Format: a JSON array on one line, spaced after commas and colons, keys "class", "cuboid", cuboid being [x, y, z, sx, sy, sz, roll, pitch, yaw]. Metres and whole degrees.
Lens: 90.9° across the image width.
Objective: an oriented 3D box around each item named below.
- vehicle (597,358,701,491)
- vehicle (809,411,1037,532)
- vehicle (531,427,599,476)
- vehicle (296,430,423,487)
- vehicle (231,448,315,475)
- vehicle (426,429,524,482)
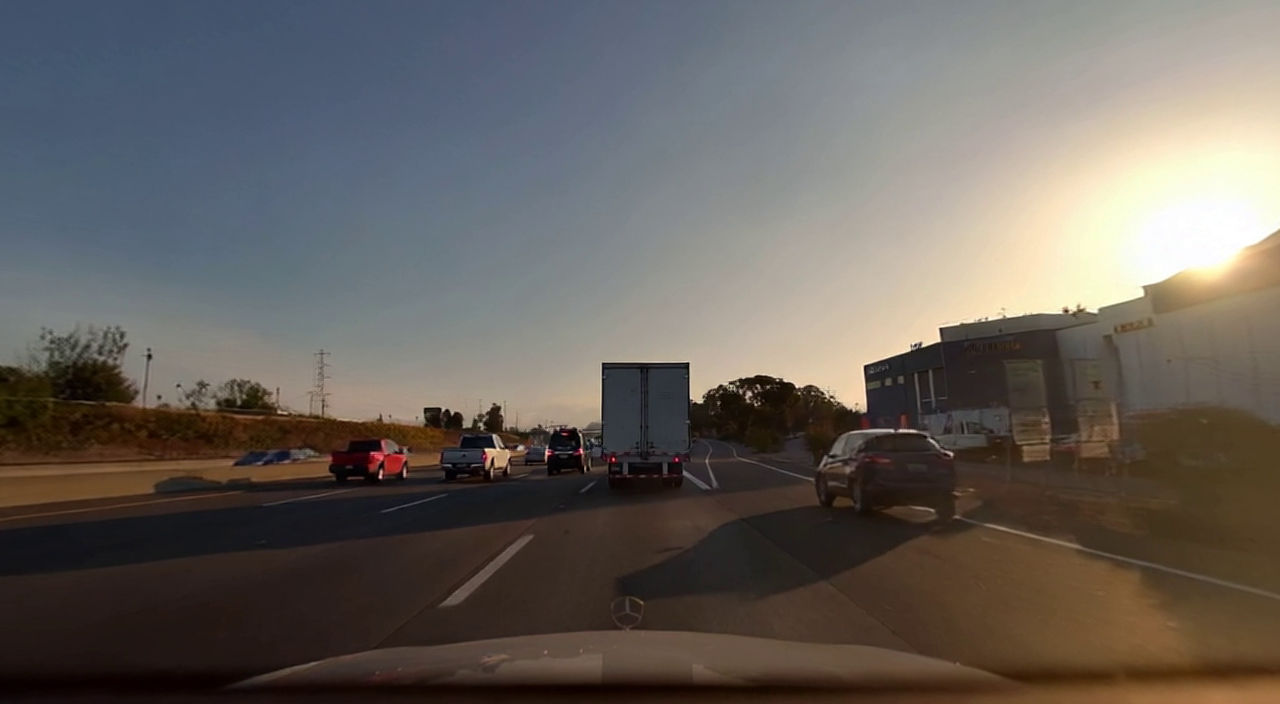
[{"class": "vehicle", "cuboid": [0.147, 2.792, 23.031, 2.941, 3.794, 9.851, 0, -9, -1]}, {"class": "vehicle", "cuboid": [4.889, 2.151, 11.920, 2.137, 1.796, 4.817, 0, -9, 1]}, {"class": "vehicle", "cuboid": [-3.353, 4.684, 29.798, 2.379, 2.075, 6.169, 0, -9, 1]}, {"class": "vehicle", "cuboid": [-10.319, 3.981, 23.876, 2.089, 1.885, 5.888, 0, -9, 0]}, {"class": "vehicle", "cuboid": [-20.966, 6.273, 36.250, 2.078, 1.429, 4.607, 0, -9, 0]}, {"class": "vehicle", "cuboid": [-6.731, 4.341, 26.667, 2.479, 1.978, 5.952, 0, -9, 1]}]
